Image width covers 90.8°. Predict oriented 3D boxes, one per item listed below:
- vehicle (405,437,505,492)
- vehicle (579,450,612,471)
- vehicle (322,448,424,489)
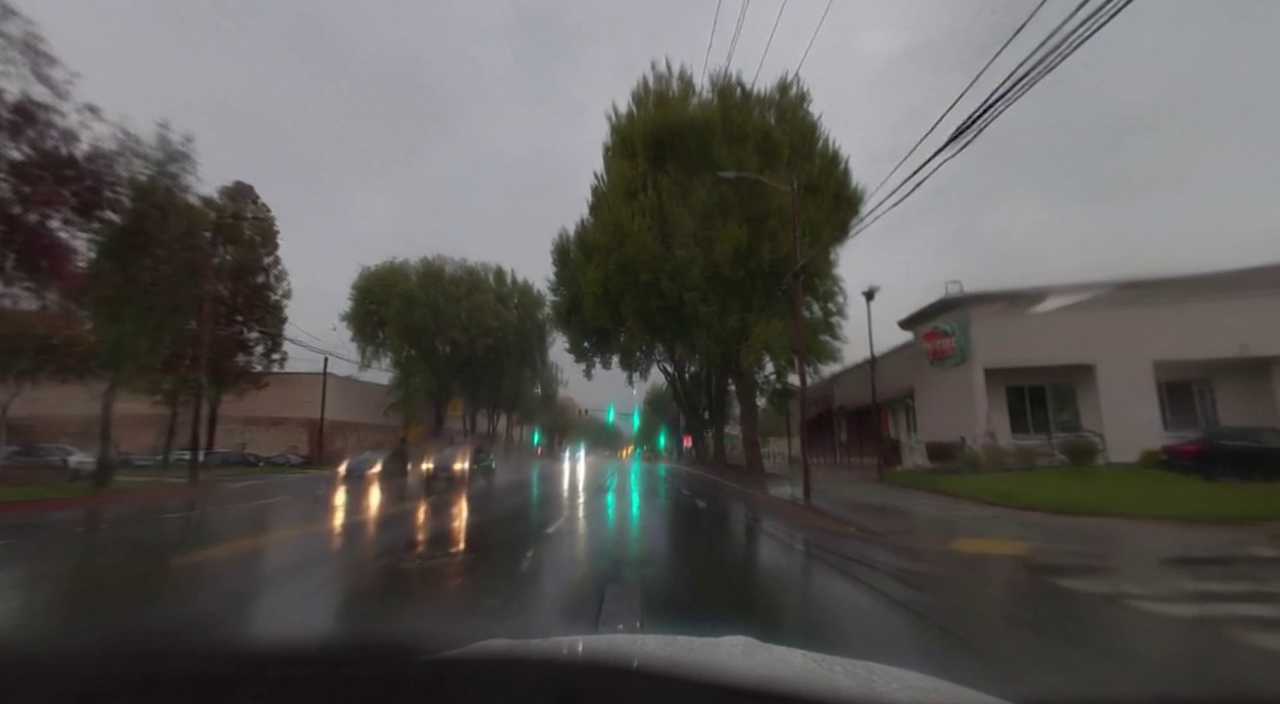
[{"bbox_3d":[-6.789,4.193,23.839,2.322,1.819,4.651,0,-9,0],"label":"vehicle"},{"bbox_3d":[-3.250,8.141,47.401,2.122,1.469,4.388,0,-9,1],"label":"vehicle"},{"bbox_3d":[-10.186,4.474,24.557,2.012,1.429,4.462,0,-9,0],"label":"vehicle"}]
